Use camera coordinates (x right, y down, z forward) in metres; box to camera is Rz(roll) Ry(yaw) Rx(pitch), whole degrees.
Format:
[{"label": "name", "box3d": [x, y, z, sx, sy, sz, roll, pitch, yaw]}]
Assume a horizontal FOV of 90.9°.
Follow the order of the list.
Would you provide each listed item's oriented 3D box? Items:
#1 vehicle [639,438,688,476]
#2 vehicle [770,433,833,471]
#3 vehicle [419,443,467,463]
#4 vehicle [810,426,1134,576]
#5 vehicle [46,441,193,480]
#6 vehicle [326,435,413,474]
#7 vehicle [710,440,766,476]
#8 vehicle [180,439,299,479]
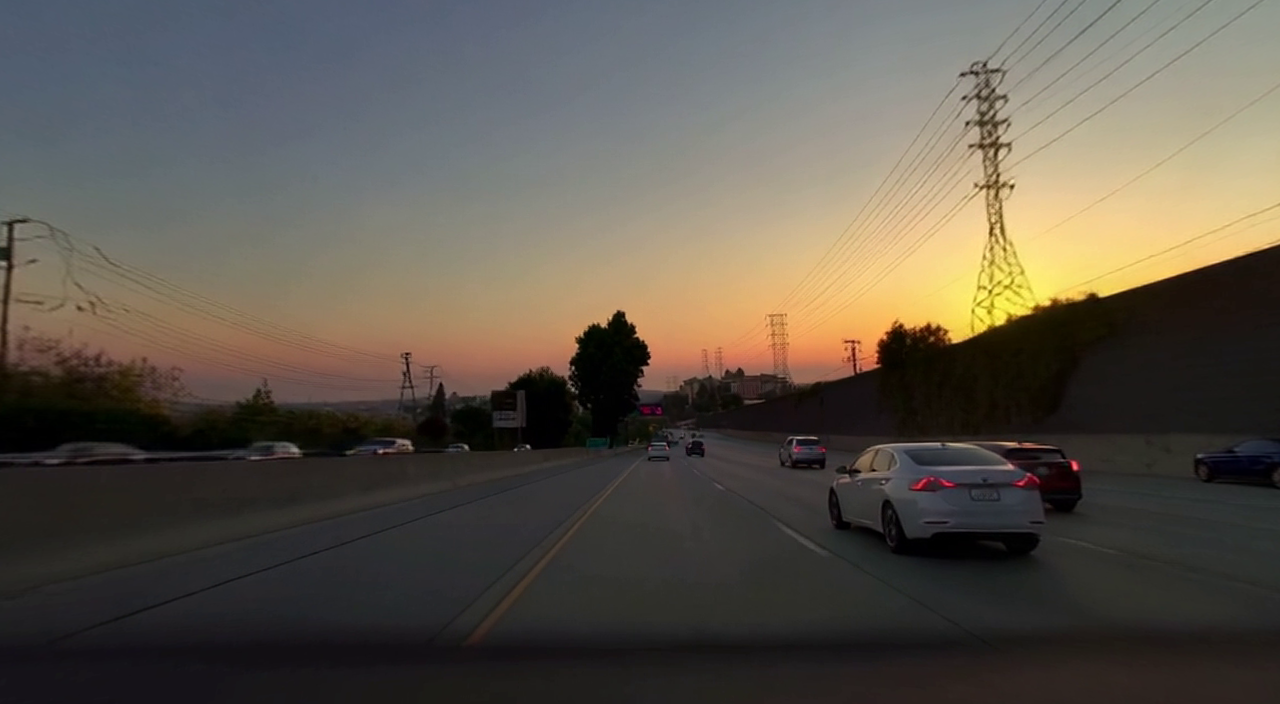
[{"label": "vehicle", "box3d": [1.015, 4.687, 28.324, 2.042, 1.581, 3.769, 0, -8, 1]}, {"label": "vehicle", "box3d": [8.207, 5.148, 32.549, 2.041, 1.821, 4.562, 0, -8, 0]}, {"label": "vehicle", "box3d": [-15.523, 7.977, 49.986, 2.041, 1.480, 4.759, -1, -8, 3]}, {"label": "vehicle", "box3d": [3.921, 1.817, 8.572, 1.986, 1.478, 4.429, 0, -8, 0]}, {"label": "vehicle", "box3d": [-21.241, 4.432, 26.069, 1.923, 1.464, 4.740, 0, -8, 2]}, {"label": "vehicle", "box3d": [-12.902, 4.921, 30.412, 1.958, 1.720, 4.610, 0, -8, 2]}, {"label": "vehicle", "box3d": [4.350, 4.760, 28.571, 1.936, 1.465, 4.060, 0, -8, 0]}, {"label": "vehicle", "box3d": [-16.931, 4.530, 26.995, 1.870, 1.544, 4.636, 0, -8, 2]}]
